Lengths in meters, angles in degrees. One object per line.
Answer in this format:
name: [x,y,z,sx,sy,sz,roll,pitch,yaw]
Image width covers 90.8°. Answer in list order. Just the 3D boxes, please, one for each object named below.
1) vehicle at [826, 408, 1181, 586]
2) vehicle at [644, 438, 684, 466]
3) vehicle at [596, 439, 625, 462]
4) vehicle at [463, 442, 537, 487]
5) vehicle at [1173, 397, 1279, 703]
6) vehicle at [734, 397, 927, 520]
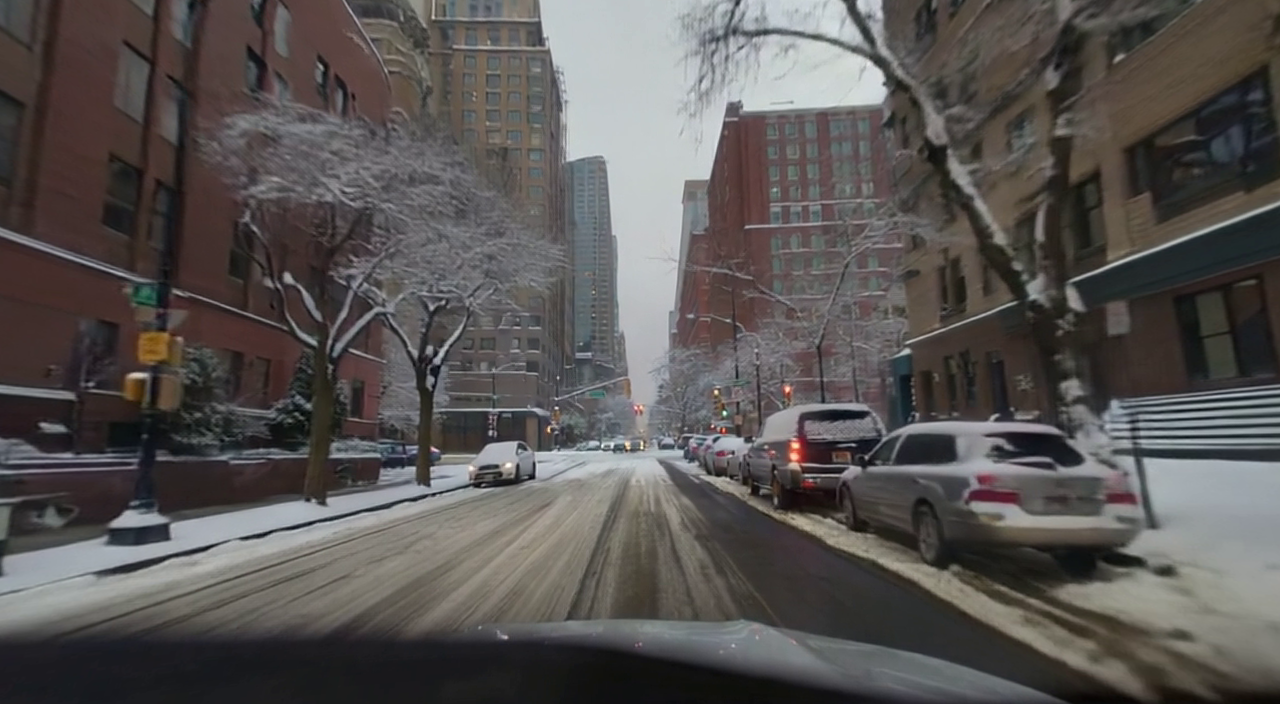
vehicle: [3.941,1.631,7.899,1.871,1.603,4.161,0,-9,-1]
vehicle: [1.537,6.174,39.188,2.111,1.619,4.077,-1,-9,8]
vehicle: [-2.287,7.744,49.971,1.979,1.723,3.849,-1,-8,2]
vehicle: [-5.931,4.830,27.407,2.013,1.772,4.439,-1,-9,2]
vehicle: [3.747,0.646,0.718,2.066,1.494,4.843,0,-8,0]
vehicle: [3.615,2.213,13.518,2.356,2.043,5.791,0,-8,0]
